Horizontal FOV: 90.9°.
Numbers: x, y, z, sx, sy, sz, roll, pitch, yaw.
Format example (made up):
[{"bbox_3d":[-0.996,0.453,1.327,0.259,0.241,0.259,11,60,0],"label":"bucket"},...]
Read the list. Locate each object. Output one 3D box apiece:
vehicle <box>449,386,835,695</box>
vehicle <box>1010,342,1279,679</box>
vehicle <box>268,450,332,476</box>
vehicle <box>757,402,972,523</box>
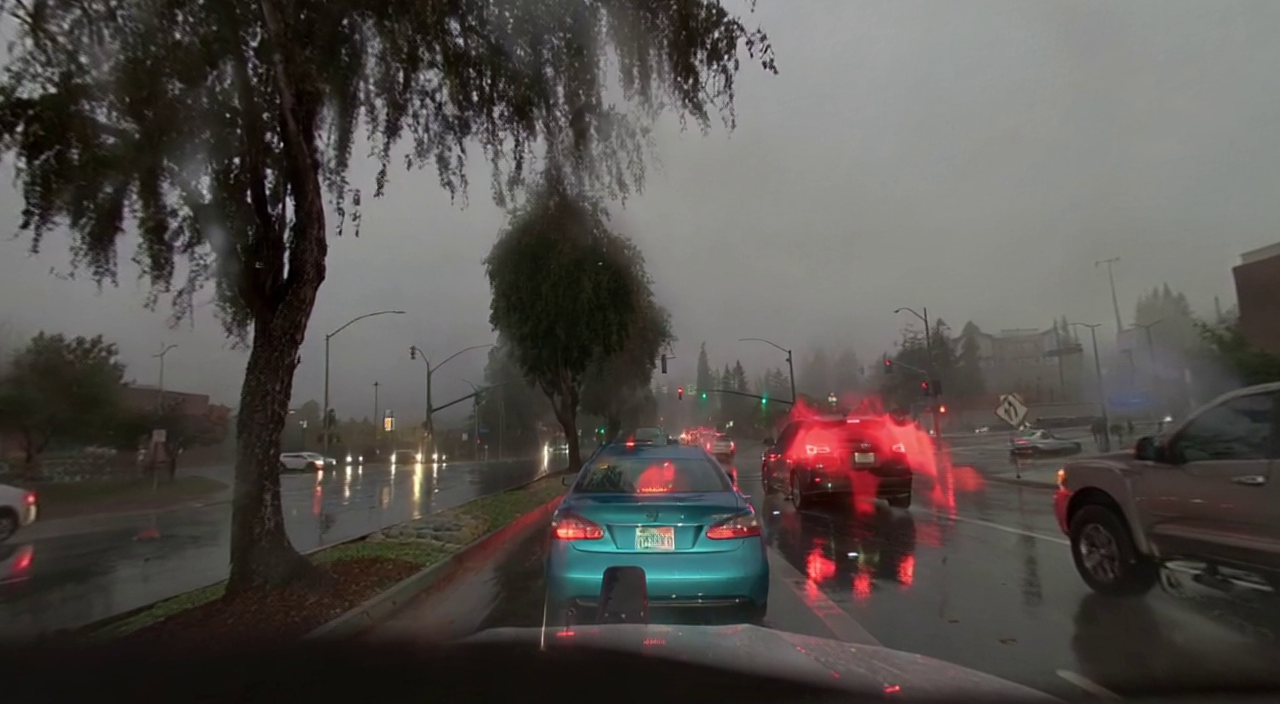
[{"bbox_3d":[-0.015,1.322,5.532,2.116,1.677,3.948,0,-8,-1],"label":"vehicle"},{"bbox_3d":[4.468,0.869,3.534,2.019,1.803,4.634,-1,-8,1],"label":"vehicle"},{"bbox_3d":[-24.067,7.839,44.812,1.798,1.706,4.385,-1,-8,6],"label":"vehicle"},{"bbox_3d":[4.169,2.206,13.115,2.319,1.930,5.651,0,-8,-1],"label":"vehicle"}]
